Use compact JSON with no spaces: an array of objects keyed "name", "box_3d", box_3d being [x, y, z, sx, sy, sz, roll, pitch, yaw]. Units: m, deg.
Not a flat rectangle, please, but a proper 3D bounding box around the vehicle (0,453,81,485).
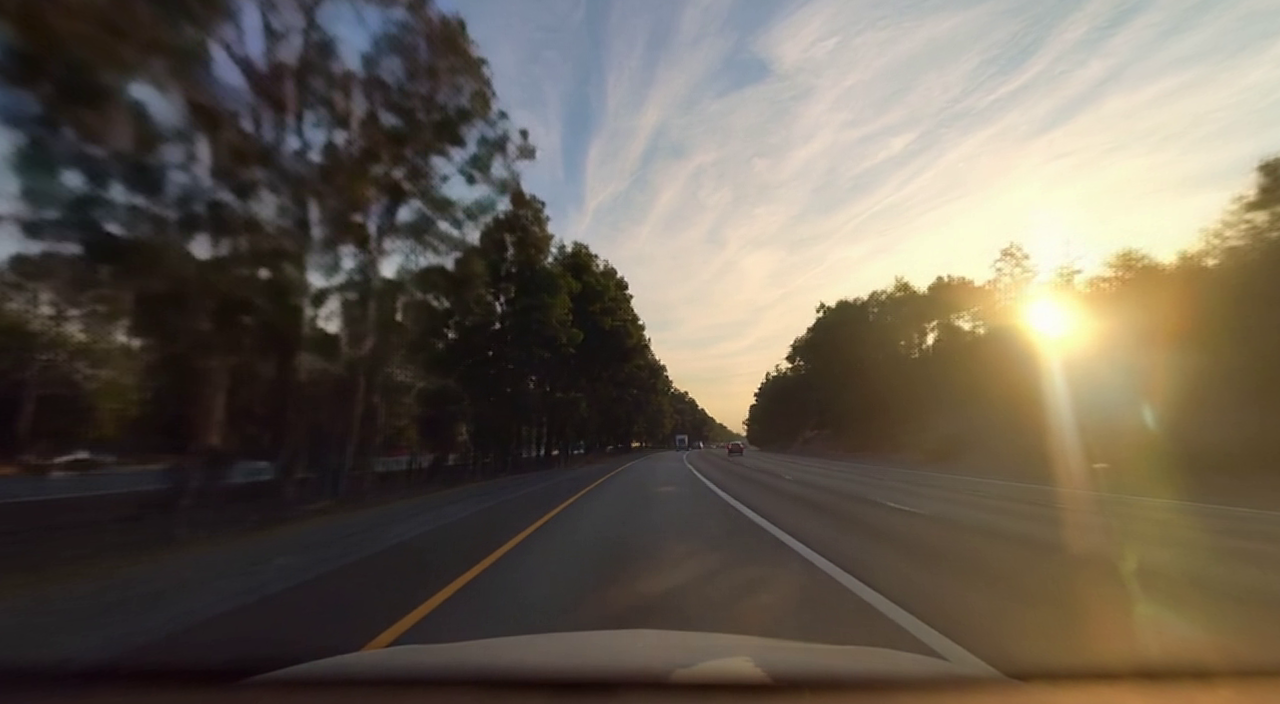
[{"name":"vehicle","box_3d":[-33.577,6.326,34.291,1.945,1.572,4.722,-1,-8,2]}]
